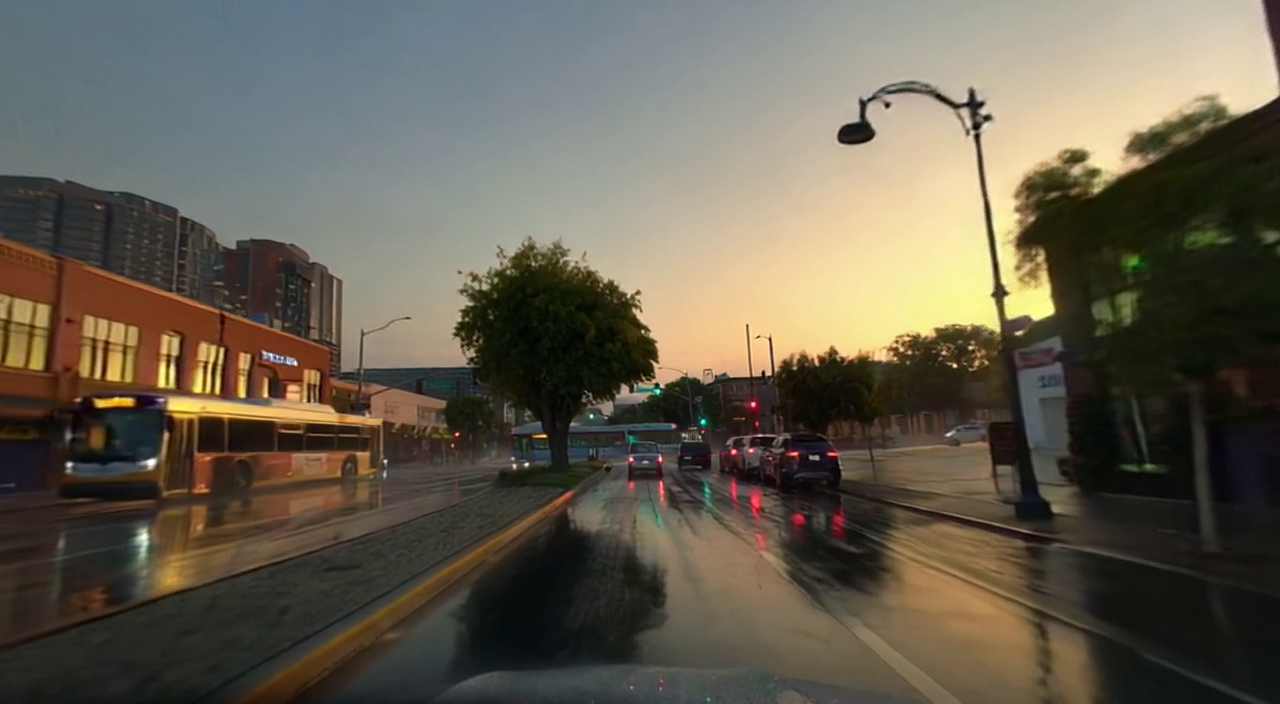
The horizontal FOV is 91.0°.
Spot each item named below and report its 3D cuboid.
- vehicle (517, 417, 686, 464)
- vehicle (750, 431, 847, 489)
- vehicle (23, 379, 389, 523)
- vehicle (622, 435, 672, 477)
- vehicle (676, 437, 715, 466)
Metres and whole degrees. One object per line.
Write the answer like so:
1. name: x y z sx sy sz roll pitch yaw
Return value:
1. vehicle: -2.921 7.023 49.950 12.978 3.538 3.117 0 -9 5
2. vehicle: 5.065 3.513 20.763 2.014 1.681 4.332 0 -9 -1
3. vehicle: -12.748 3.267 21.192 3.356 3.365 12.460 0 -9 1
4. vehicle: 0.240 4.699 28.619 2.089 1.699 4.650 1 -9 -2
5. vehicle: 3.350 6.091 38.741 2.222 1.688 3.952 0 -9 3
